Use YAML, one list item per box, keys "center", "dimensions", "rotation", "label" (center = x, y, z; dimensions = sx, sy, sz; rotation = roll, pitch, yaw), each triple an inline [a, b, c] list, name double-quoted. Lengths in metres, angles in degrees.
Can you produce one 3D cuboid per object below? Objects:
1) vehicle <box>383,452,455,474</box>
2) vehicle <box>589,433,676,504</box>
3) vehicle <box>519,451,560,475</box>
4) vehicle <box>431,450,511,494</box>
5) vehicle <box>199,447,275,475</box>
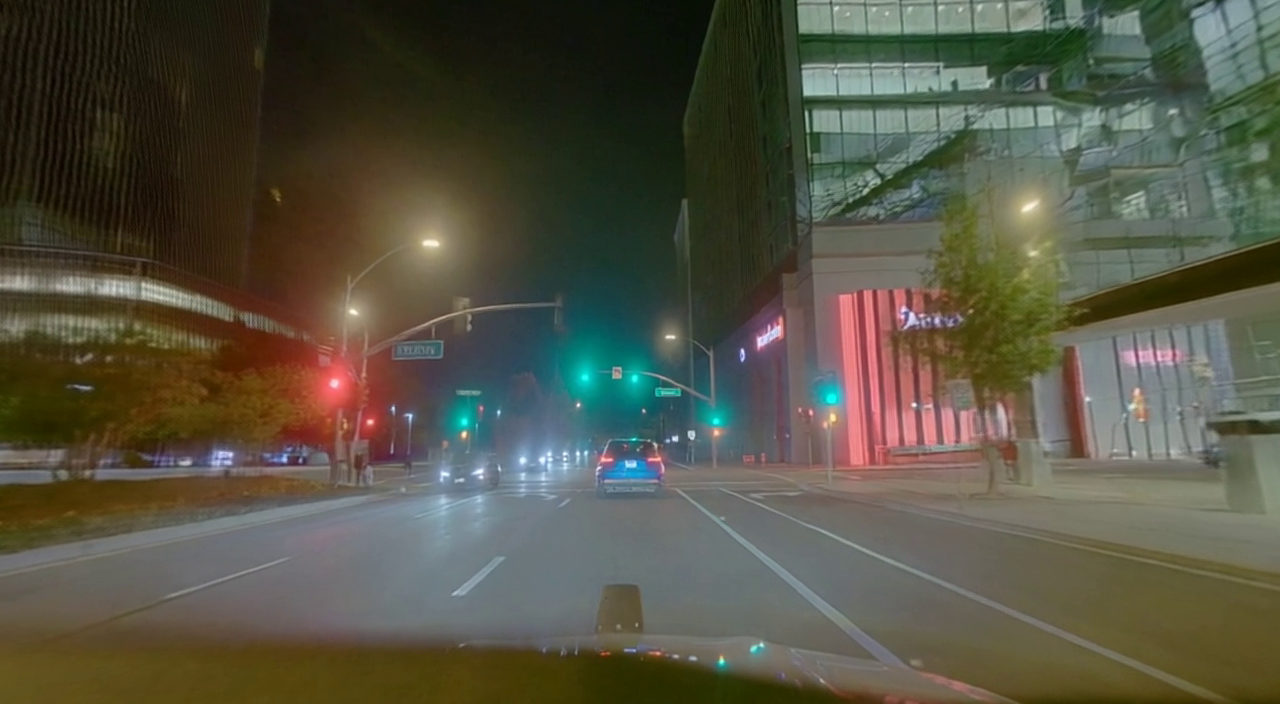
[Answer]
- center: [-16.366, 8.215, 46.889]
  dimensions: [4.588, 1.582, 1.980]
  rotation: [6, -11, -33]
  label: "vehicle"
- center: [-0.245, 3.233, 17.929]
  dimensions: [2.183, 1.765, 4.059]
  rotation: [0, -9, -1]
  label: "vehicle"
- center: [-6.693, 7.425, 42.493]
  dimensions: [1.934, 1.476, 4.457]
  rotation: [0, -9, 1]
  label: "vehicle"
- center: [-6.386, 4.561, 24.425]
  dimensions: [1.908, 1.475, 4.337]
  rotation: [0, -9, 0]
  label: "vehicle"
- center: [-26.500, 7.146, 41.567]
  dimensions: [4.393, 1.730, 2.151]
  rotation: [-5, -9, 26]
  label: "vehicle"
